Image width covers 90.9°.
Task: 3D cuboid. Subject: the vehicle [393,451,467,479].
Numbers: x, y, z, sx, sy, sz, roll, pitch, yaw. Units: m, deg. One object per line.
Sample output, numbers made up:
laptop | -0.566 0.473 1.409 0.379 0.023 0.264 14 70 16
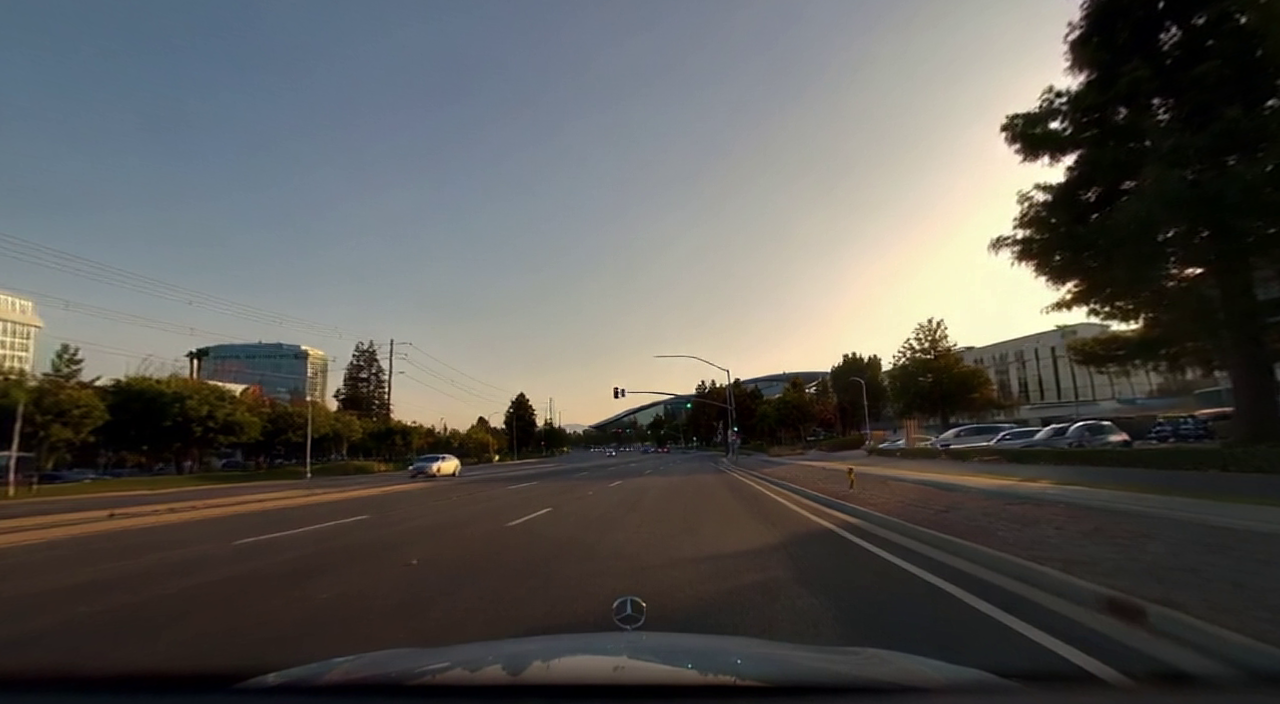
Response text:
vehicle | -11.564 6.236 35.096 2.240 1.452 4.518 -1 -9 5
